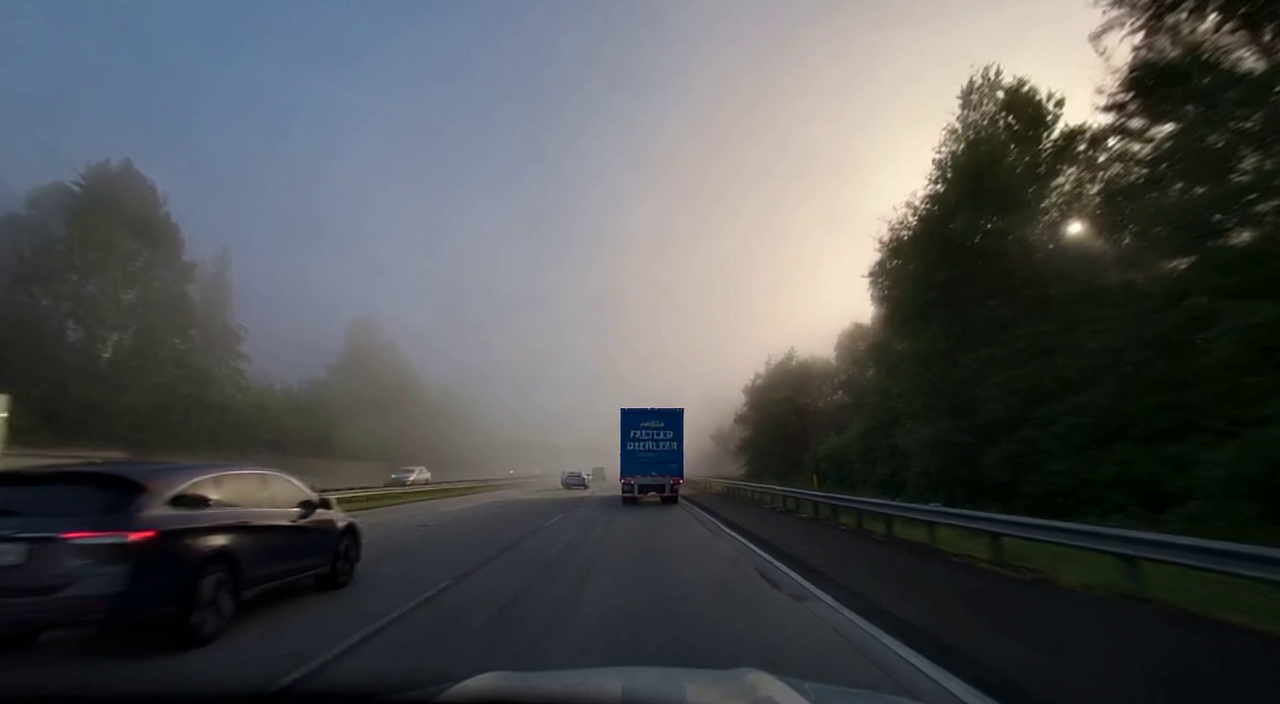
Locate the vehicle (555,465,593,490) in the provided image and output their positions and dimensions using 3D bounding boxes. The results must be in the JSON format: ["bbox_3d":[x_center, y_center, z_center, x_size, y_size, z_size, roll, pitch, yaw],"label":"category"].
[{"bbox_3d":[-4.350,8.346,42.166,2.060,1.535,4.109,1,-10,1],"label":"vehicle"}]

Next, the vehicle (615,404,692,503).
[{"bbox_3d":[0.469,4.848,29.595,2.980,3.834,9.423,1,-10,-1],"label":"vehicle"}]

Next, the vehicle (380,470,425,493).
[{"bbox_3d":[-16.319,8.873,43.408,1.762,1.459,3.631,1,-10,-2],"label":"vehicle"}]

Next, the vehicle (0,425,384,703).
[{"bbox_3d":[-4.089,1.509,5.199,1.978,1.516,4.617,1,-10,0],"label":"vehicle"}]
